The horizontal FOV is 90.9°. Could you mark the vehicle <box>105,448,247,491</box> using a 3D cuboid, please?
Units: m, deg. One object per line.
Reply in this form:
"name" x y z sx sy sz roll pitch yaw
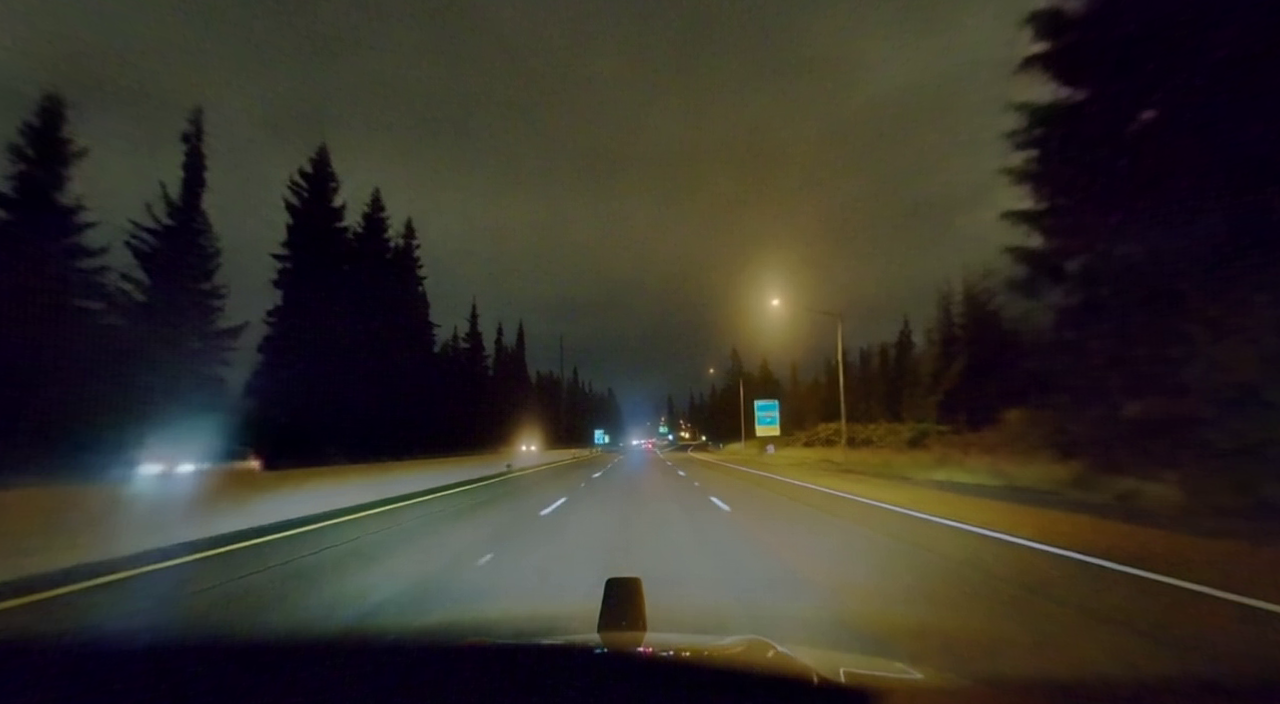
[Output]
"vehicle" -17.523 4.414 24.178 1.922 1.434 4.620 0 -8 0
